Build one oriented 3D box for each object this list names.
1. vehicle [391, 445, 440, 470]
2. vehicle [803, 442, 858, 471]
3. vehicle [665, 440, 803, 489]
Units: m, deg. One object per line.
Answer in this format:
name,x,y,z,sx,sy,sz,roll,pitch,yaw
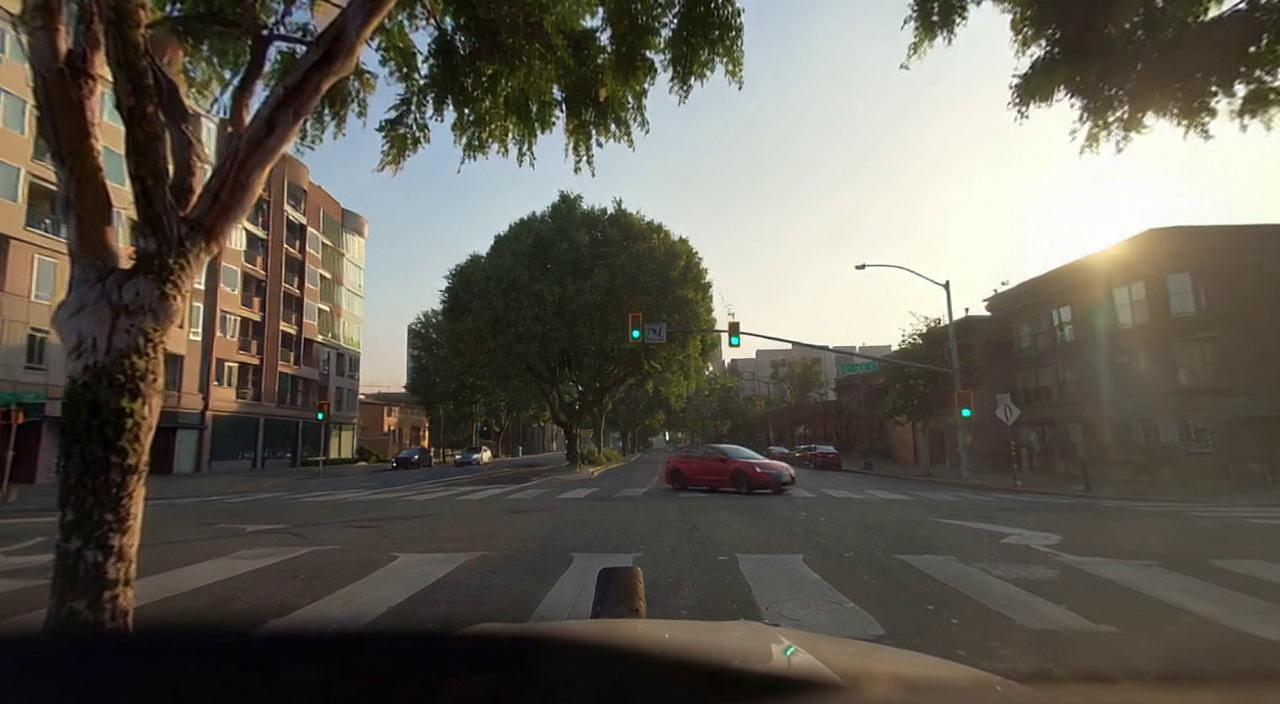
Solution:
vehicle,-16.480,7.776,46.668,2.075,1.708,4.335,0,-8,-1
vehicle,13.065,7.168,43.724,2.181,1.876,4.723,0,-8,-2
vehicle,3.041,3.754,21.490,1.933,1.460,4.683,6,-10,-34
